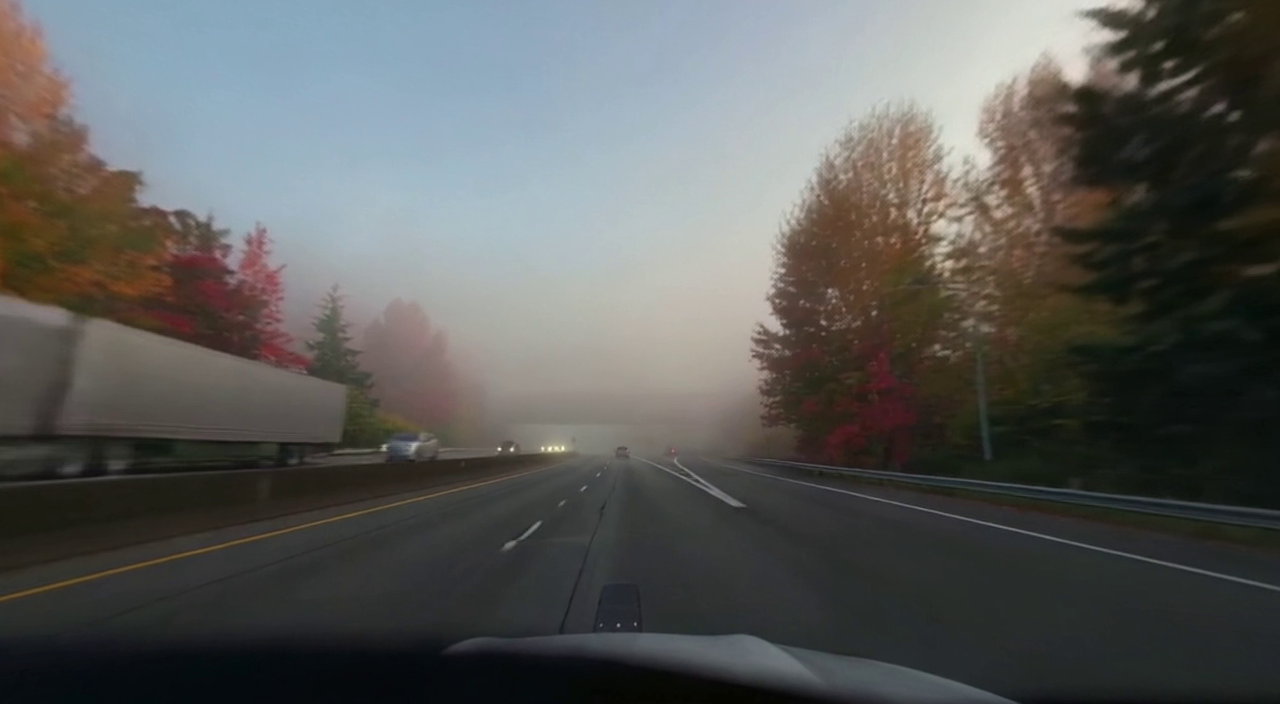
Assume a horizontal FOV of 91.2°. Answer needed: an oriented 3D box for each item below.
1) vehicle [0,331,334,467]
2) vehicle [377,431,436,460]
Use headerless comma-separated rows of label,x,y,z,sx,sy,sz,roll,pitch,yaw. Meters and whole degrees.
vehicle,-17.239,2.445,25.370,2.893,3.991,14.139,0,-9,-1
vehicle,-13.272,5.368,35.880,1.834,1.496,4.289,0,-9,-1
